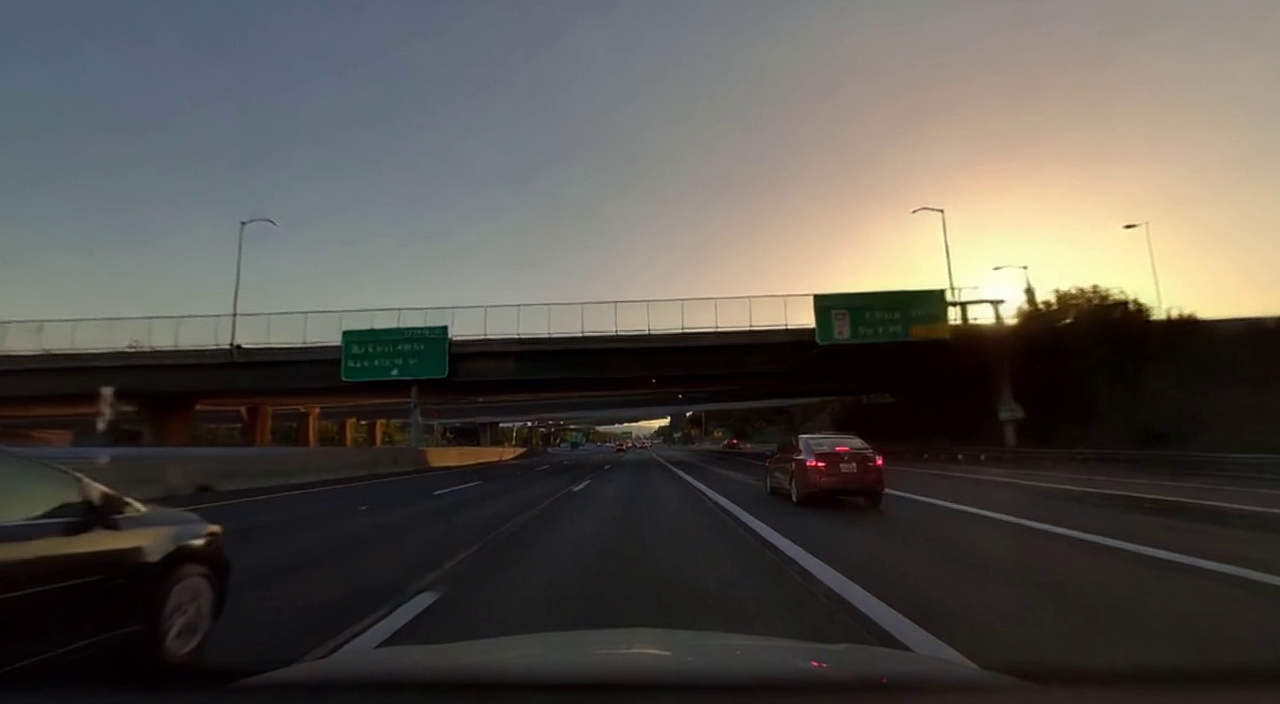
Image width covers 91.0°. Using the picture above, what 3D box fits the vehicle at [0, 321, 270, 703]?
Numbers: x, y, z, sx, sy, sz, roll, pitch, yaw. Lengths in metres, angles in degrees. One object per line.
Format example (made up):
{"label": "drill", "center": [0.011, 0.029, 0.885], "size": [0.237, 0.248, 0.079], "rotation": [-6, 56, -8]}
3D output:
{"label": "vehicle", "center": [-3.396, 0.644, 1.448], "size": [2.203, 1.734, 4.600], "rotation": [0, -9, 1]}
